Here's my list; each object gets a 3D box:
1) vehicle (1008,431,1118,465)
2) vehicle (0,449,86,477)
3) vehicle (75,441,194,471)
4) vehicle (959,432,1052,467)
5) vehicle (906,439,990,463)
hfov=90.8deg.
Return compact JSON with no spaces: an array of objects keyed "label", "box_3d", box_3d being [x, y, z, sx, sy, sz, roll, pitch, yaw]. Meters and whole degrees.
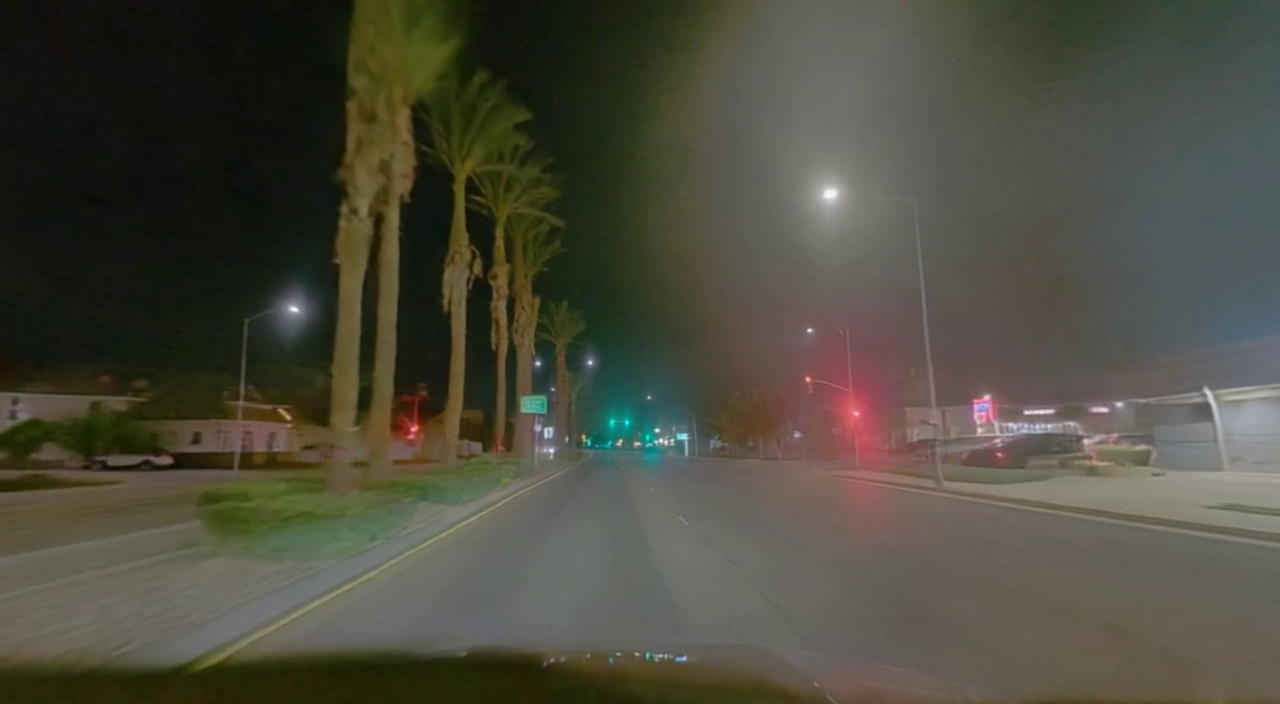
[{"label":"vehicle","box_3d":[19.871,4.560,29.969,1.986,1.454,4.332,-1,-9,-4]},{"label":"vehicle","box_3d":[-33.485,6.059,34.469,4.527,1.453,2.006,0,-9,-3]},{"label":"vehicle","box_3d":[-33.691,6.946,42.266,5.621,1.927,2.501,0,-9,-3]},{"label":"vehicle","box_3d":[17.067,4.582,29.747,1.852,1.487,3.896,0,-8,-4]},{"label":"vehicle","box_3d":[19.543,6.265,40.155,4.382,1.463,1.869,1,-8,-4]}]
